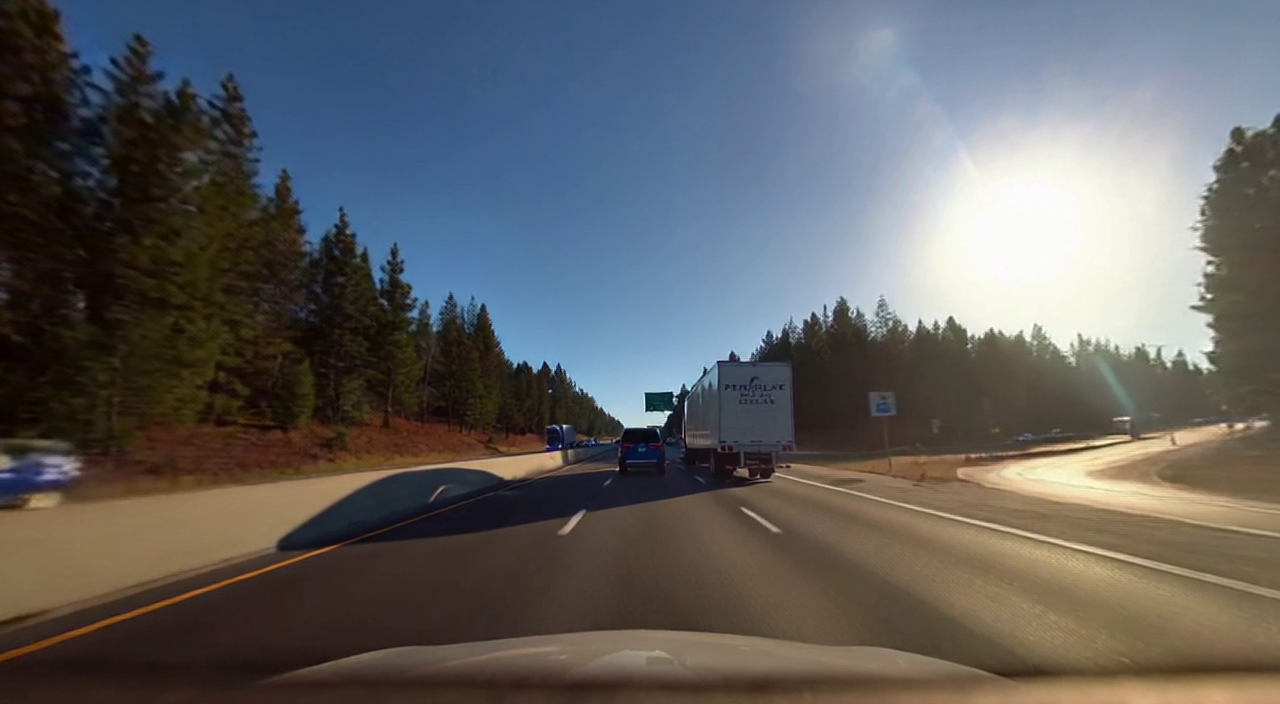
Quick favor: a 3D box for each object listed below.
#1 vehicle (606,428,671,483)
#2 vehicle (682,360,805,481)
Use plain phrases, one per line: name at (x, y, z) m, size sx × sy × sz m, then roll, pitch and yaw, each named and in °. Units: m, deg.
vehicle at (-0.067, 3.854, 23.739) m, size 2.222 × 1.848 × 4.610 m, roll 0°, pitch -9°, yaw 0°
vehicle at (4.079, 3.577, 29.934) m, size 2.899 × 4.160 × 16.621 m, roll 0°, pitch -9°, yaw -1°
